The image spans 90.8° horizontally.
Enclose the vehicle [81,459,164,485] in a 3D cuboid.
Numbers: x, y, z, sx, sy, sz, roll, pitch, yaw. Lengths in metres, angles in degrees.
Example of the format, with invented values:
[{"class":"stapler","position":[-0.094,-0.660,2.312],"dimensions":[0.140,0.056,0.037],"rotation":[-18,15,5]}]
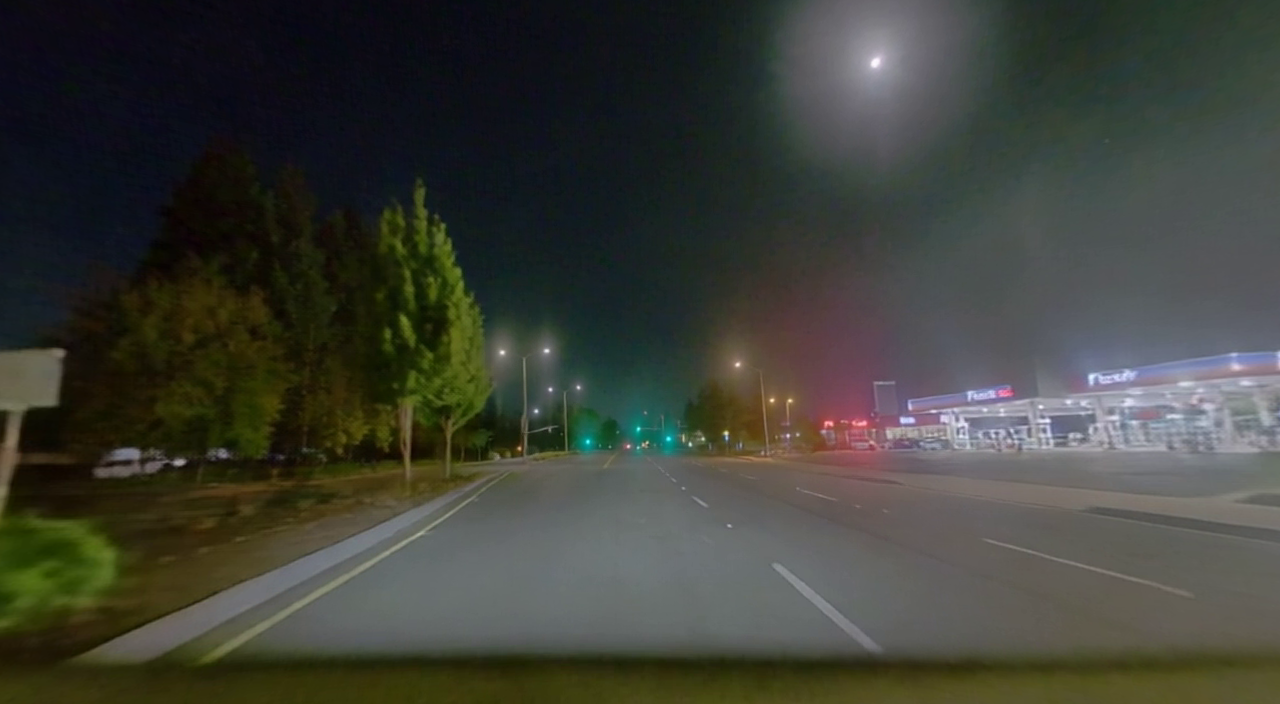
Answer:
[{"class":"vehicle","position":[-37.290,8.650,45.583],"dimensions":[4.316,1.603,1.815],"rotation":[-2,-9,-2]}]
